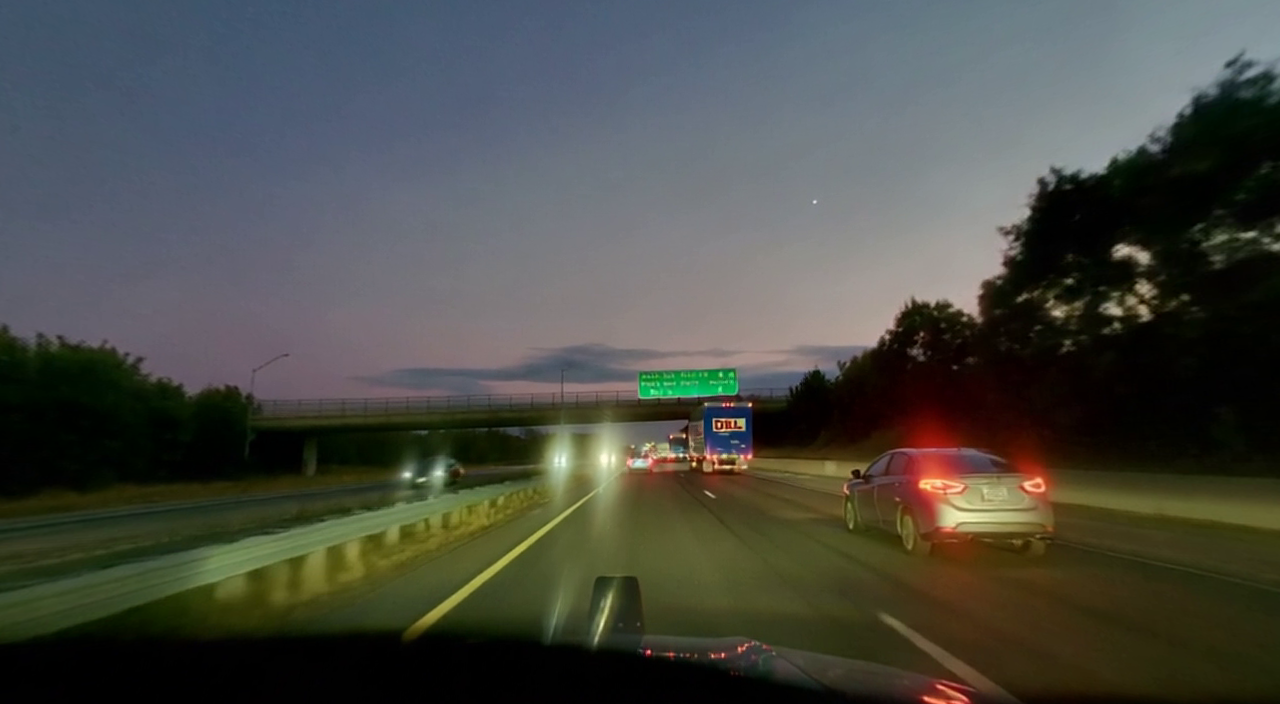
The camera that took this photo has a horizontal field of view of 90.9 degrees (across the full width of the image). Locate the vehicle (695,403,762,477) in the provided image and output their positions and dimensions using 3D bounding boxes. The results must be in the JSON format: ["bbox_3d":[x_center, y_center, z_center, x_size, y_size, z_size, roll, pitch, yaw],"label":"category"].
[{"bbox_3d":[5.128,5.356,38.023,2.838,3.985,8.010,0,-9,0],"label":"vehicle"}]

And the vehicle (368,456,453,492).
[{"bbox_3d":[-9.922,5.289,27.629,1.937,1.415,4.356,-1,-9,3],"label":"vehicle"}]

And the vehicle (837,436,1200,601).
[{"bbox_3d":[4.050,1.818,7.785,1.894,1.452,4.164,0,-9,0],"label":"vehicle"}]

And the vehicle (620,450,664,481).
[{"bbox_3d":[0.086,5.614,31.377,2.055,1.445,3.661,0,-9,0],"label":"vehicle"}]
